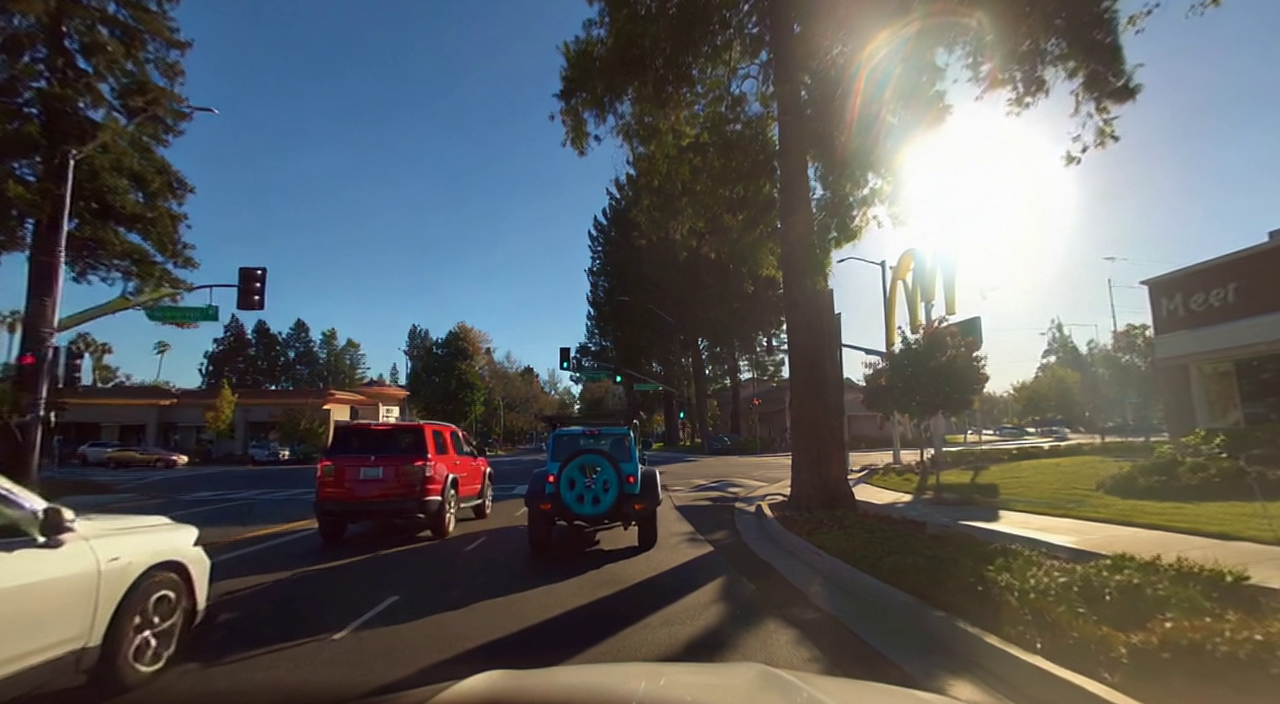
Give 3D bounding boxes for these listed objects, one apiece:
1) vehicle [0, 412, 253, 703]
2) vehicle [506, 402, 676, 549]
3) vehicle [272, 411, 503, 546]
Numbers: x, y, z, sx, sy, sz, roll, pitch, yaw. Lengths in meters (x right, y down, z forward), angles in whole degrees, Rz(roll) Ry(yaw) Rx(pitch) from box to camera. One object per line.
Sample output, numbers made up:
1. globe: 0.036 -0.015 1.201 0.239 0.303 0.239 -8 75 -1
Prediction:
1. vehicle: -3.885 0.955 2.429 1.941 1.479 4.541 0 -8 -1
2. vehicle: -0.724 1.970 10.736 2.224 1.923 4.643 0 -8 -2
3. vehicle: -3.947 2.065 10.942 2.130 1.819 4.497 0 -8 0
